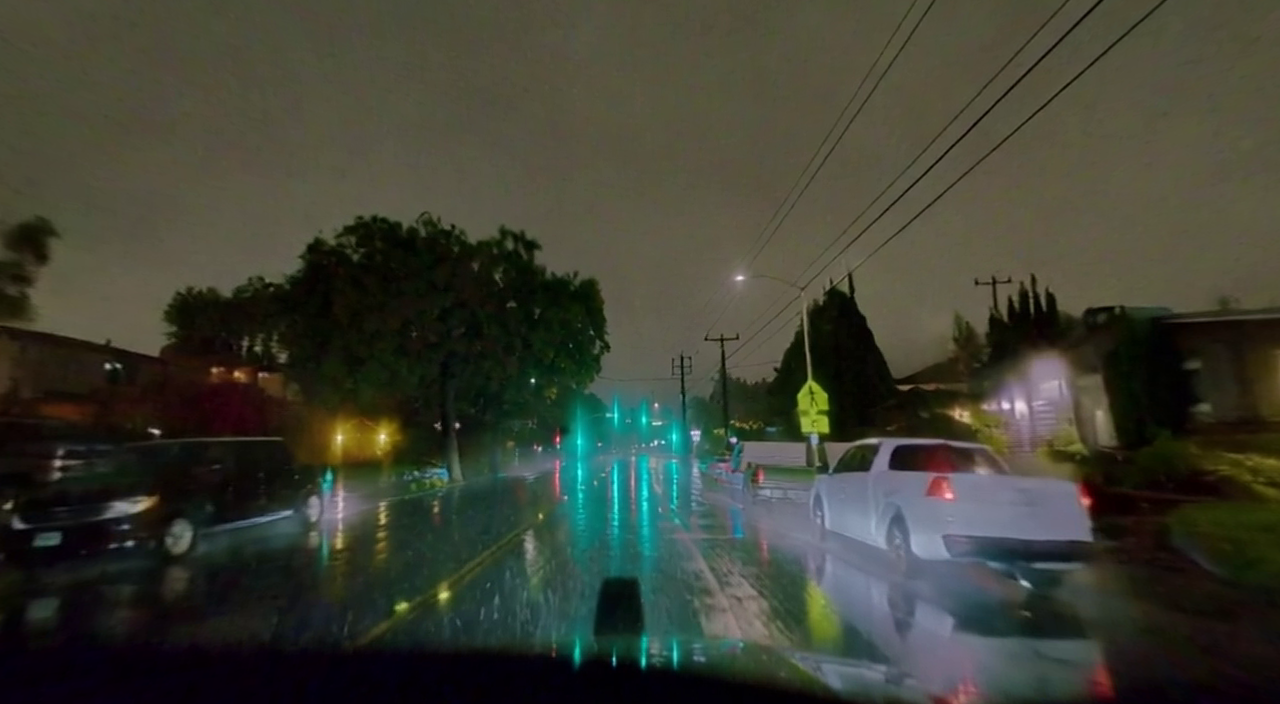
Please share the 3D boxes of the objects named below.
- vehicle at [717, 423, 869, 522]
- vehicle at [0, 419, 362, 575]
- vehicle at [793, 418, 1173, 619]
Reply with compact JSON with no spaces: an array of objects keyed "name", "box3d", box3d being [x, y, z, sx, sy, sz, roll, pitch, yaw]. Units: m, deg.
[{"name":"vehicle","box3d":[3.032,2.509,13.769,2.056,1.741,4.810,0,-8,-1]},{"name":"vehicle","box3d":[-6.922,2.202,10.416,2.266,1.877,5.167,-1,-9,1]},{"name":"vehicle","box3d":[3.344,1.683,7.472,1.896,1.602,4.571,0,-8,0]}]
